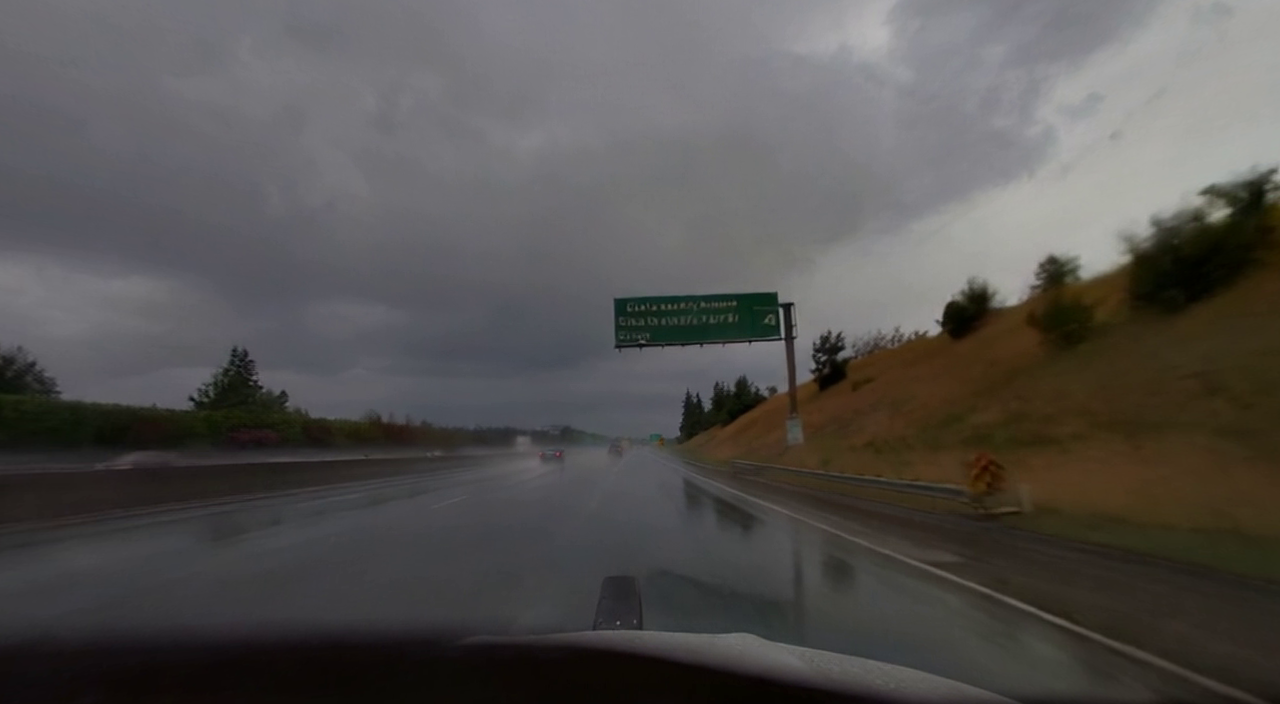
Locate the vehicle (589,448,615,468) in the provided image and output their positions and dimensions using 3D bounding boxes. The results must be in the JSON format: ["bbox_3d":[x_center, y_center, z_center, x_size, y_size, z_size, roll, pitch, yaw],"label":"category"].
[{"bbox_3d":[-2.919,8.262,49.059,1.895,1.482,3.852,0,-9,-1],"label":"vehicle"}]

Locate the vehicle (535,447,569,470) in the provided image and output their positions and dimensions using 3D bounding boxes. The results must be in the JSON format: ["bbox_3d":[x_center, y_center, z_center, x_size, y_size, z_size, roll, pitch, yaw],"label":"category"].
[{"bbox_3d":[-6.546,7.982,47.143,2.028,1.563,4.734,0,-9,-1],"label":"vehicle"}]
